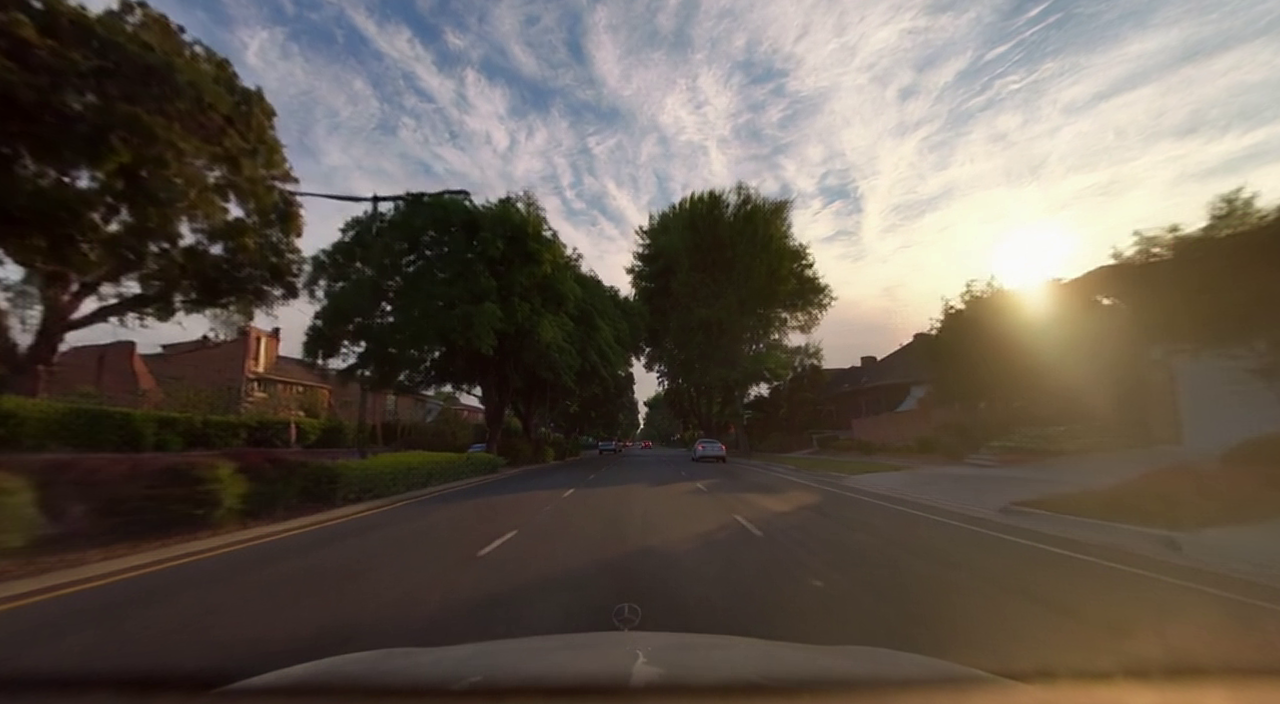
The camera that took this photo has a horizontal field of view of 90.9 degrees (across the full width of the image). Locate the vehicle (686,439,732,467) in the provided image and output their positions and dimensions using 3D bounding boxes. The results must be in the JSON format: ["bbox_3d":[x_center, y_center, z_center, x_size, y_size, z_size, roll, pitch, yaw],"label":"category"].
[{"bbox_3d":[4.127,6.151,38.679,2.237,1.578,4.621,0,-8,-1],"label":"vehicle"}]
